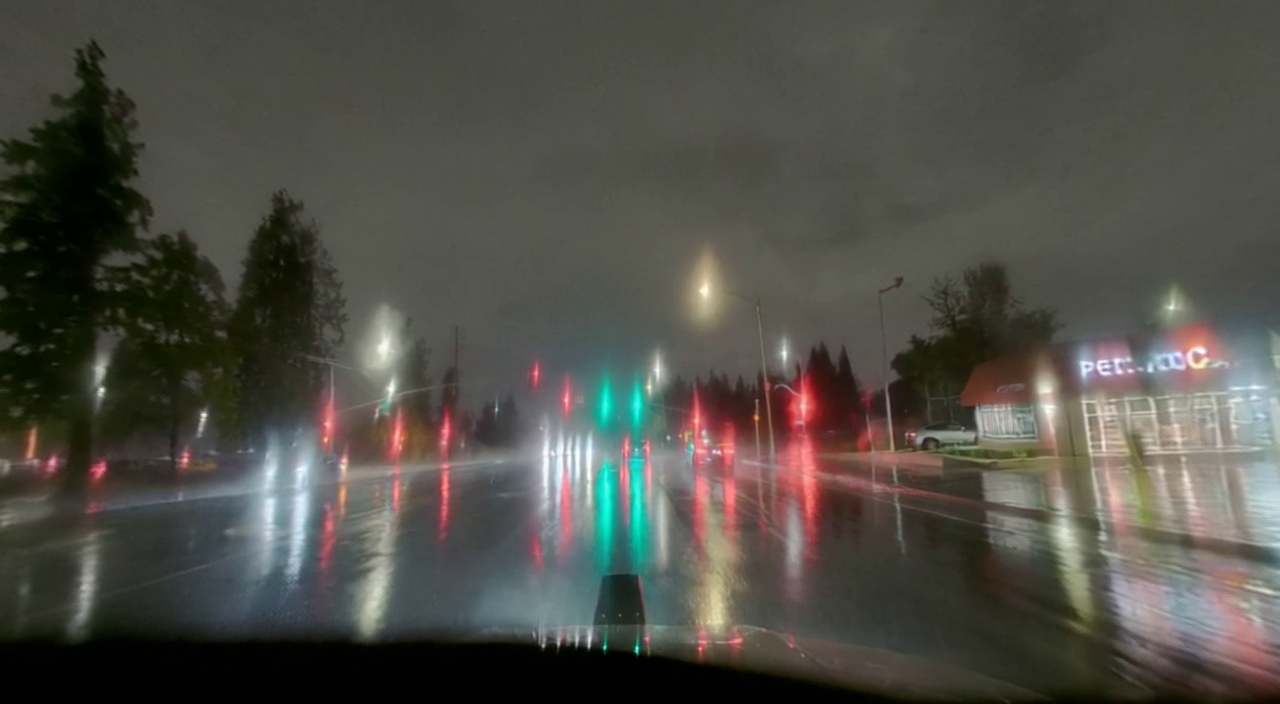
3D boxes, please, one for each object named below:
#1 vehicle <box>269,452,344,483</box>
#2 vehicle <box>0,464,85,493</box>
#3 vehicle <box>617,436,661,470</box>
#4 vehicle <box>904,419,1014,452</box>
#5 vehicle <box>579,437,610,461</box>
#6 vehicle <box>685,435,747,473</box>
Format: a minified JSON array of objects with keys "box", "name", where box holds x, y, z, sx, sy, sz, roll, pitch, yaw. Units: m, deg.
[{"box":[-18.231,6.291,34.739,1.832,1.515,4.369,0,-9,-2],"name":"vehicle"},{"box":[-34.223,7.080,35.589,4.068,1.462,1.835,5,-10,-31],"name":"vehicle"},{"box":[-0.111,5.290,33.182,2.146,1.685,4.003,0,-9,-2],"name":"vehicle"},{"box":[15.656,4.143,31.212,4.344,1.512,1.936,-1,-9,5],"name":"vehicle"},{"box":[-3.544,7.658,49.695,2.106,1.778,4.444,0,-9,0],"name":"vehicle"},{"box":[3.578,4.916,30.643,2.198,1.660,4.512,0,-9,-3],"name":"vehicle"}]
